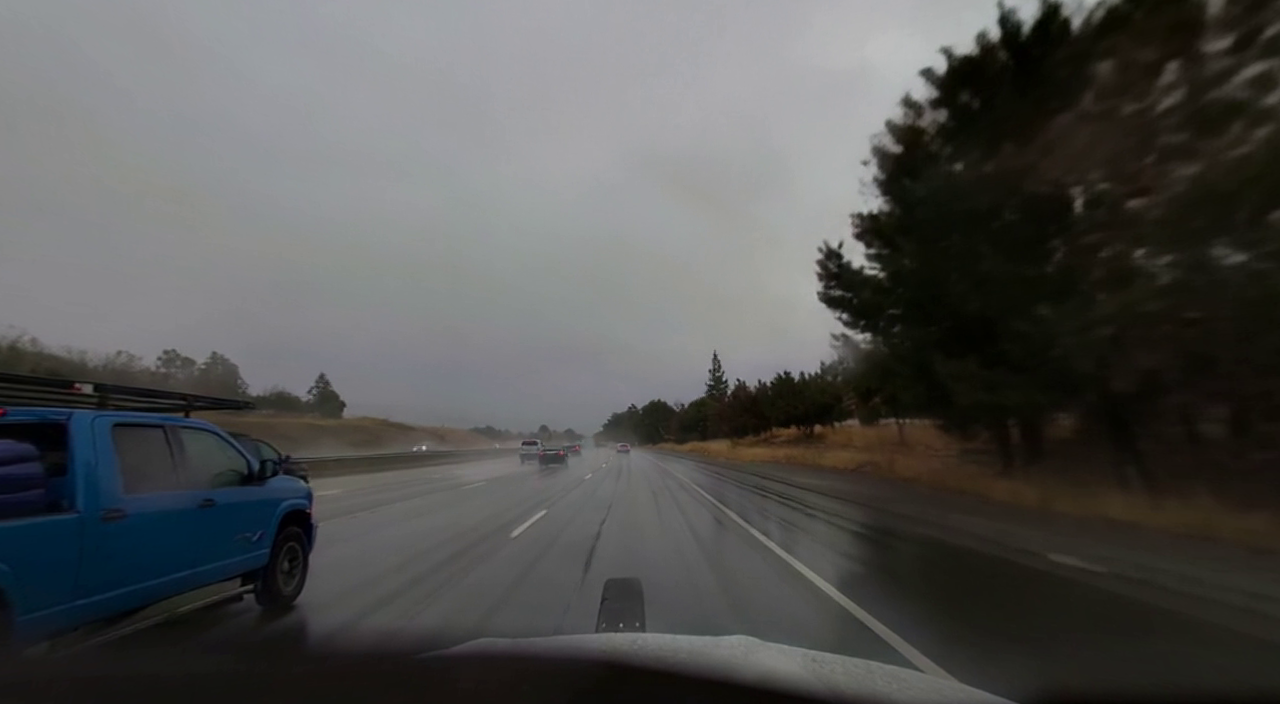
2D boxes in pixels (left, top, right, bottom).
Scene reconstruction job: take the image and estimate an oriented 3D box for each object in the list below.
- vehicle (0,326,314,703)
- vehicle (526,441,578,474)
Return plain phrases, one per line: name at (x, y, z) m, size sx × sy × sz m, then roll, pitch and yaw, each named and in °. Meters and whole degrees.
vehicle at (-3.796, 0.785, 2.531) m, size 2.200 × 1.807 × 5.041 m, roll 0°, pitch -9°, yaw 1°
vehicle at (-4.354, 5.278, 31.682) m, size 2.012 × 1.509 × 4.359 m, roll 0°, pitch -9°, yaw 0°
